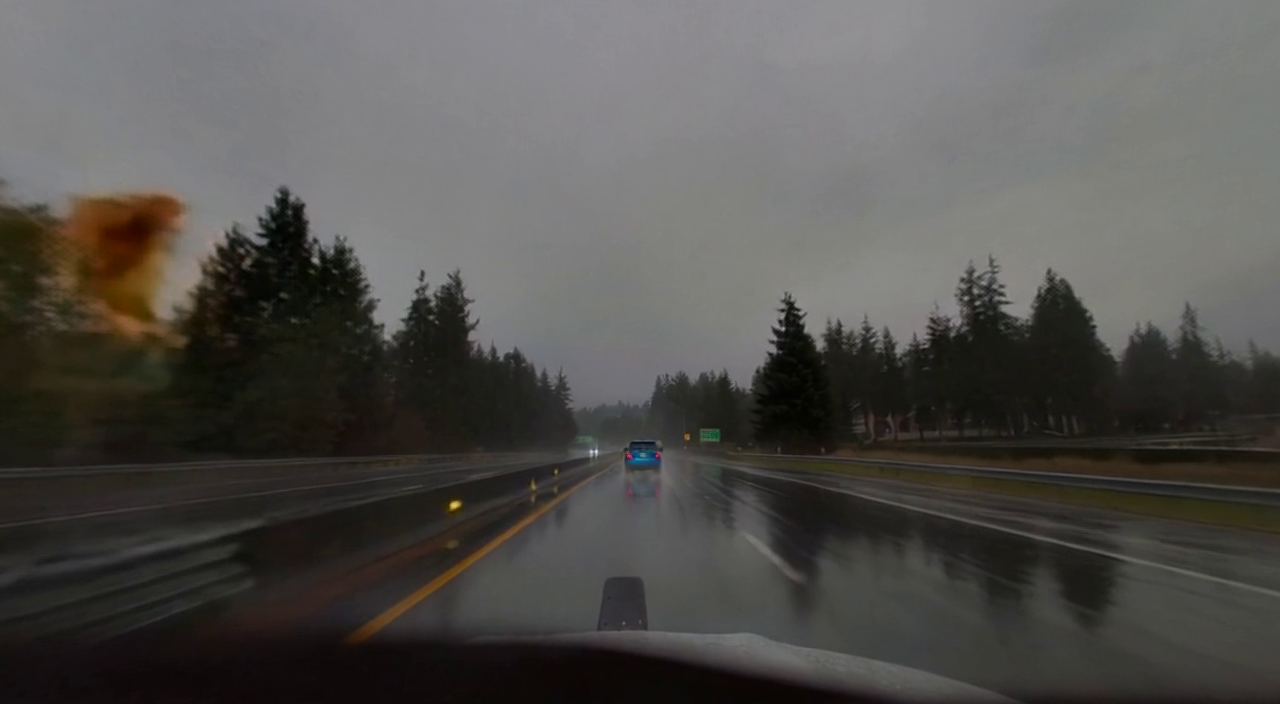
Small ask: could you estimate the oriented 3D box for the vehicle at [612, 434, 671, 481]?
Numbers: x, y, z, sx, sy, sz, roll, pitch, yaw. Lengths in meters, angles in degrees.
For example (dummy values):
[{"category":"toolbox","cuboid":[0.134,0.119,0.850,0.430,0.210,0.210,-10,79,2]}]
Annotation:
[{"category":"vehicle","cuboid":[0.065,4.230,25.472,2.190,1.706,4.062,0,-9,0]}]
